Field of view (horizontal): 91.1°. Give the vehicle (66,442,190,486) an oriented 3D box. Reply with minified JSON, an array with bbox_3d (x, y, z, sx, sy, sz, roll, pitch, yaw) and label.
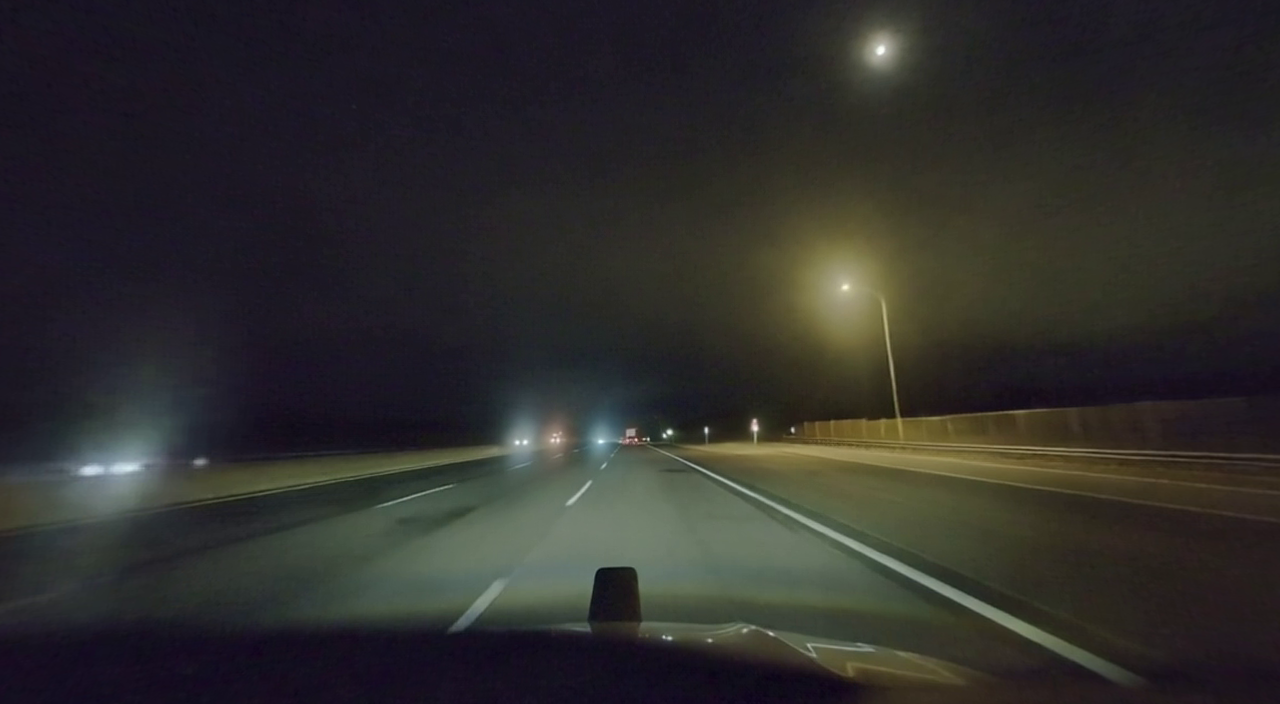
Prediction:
[{"bbox_3d":[-19.059,4.139,23.604,1.674,1.440,3.617,0,-8,-2],"label":"vehicle"}]
